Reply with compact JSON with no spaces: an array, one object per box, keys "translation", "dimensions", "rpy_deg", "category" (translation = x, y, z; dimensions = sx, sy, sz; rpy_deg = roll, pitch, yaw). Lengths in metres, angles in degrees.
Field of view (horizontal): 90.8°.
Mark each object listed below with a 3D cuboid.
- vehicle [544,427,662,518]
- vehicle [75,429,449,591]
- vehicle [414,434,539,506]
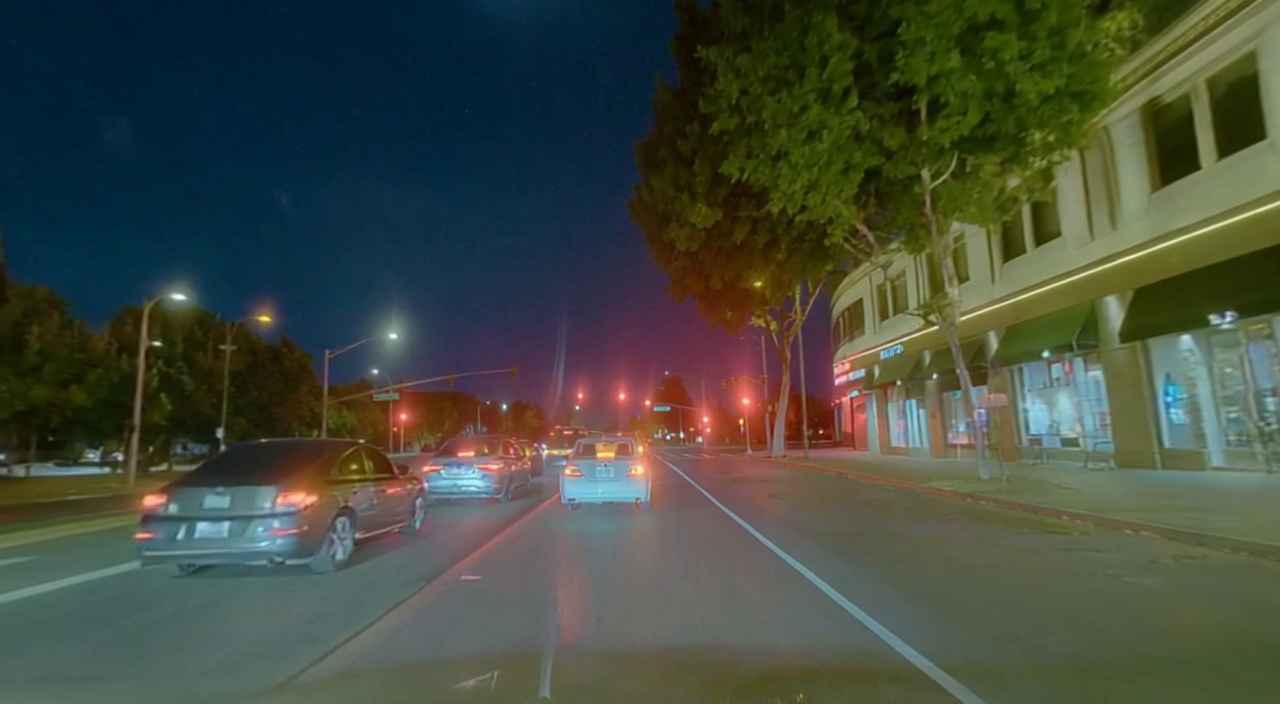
[{"translation":[-0.651,2.378,12.962],"dimensions":[2.042,1.555,3.912],"rpy_deg":[0,-9,-1],"category":"vehicle"},{"translation":[-4.152,1.789,8.090],"dimensions":[2.020,1.457,4.496],"rpy_deg":[0,-9,0],"category":"vehicle"},{"translation":[-3.759,2.795,15.362],"dimensions":[1.950,1.487,4.130],"rpy_deg":[0,-9,0],"category":"vehicle"}]
